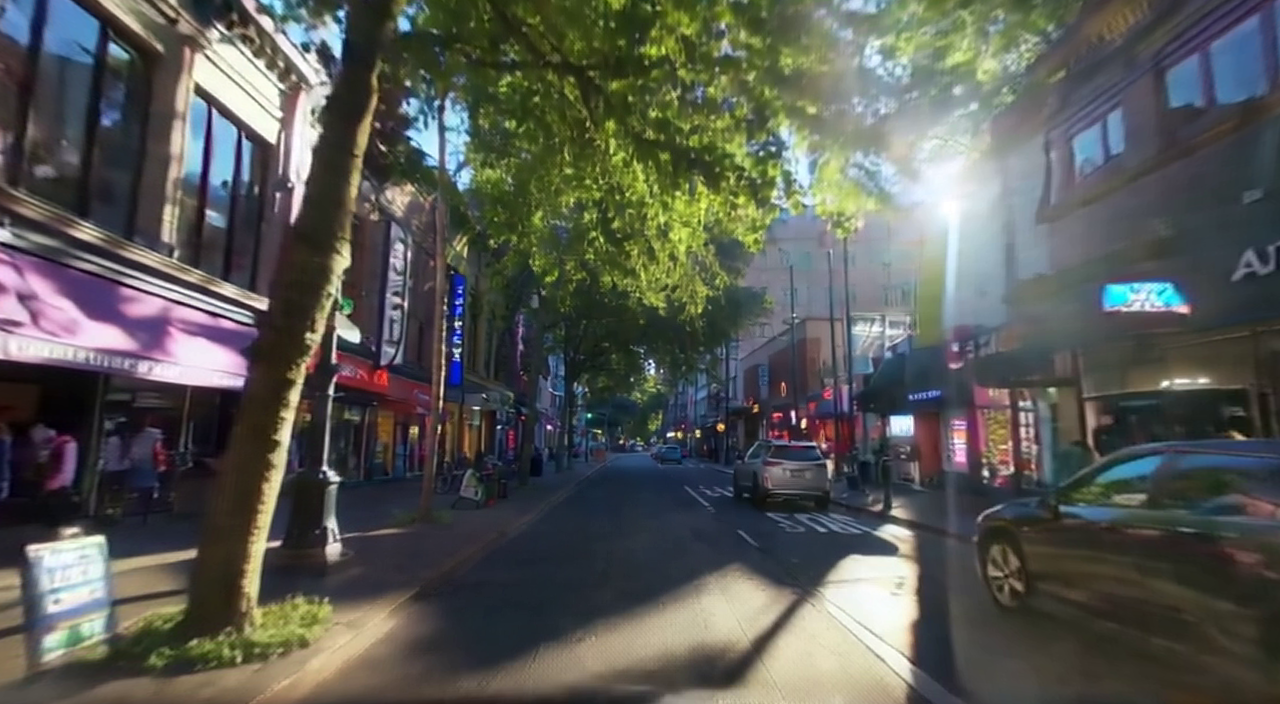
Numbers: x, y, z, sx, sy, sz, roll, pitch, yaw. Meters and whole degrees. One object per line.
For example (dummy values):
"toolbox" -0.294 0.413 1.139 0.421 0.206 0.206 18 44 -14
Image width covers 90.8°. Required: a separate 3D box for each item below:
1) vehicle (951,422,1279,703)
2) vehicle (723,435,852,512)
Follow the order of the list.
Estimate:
"vehicle" 4.001 1.181 3.722 1.977 1.478 4.458 0 -8 -1
"vehicle" 3.328 2.820 15.216 1.971 1.559 4.326 0 -8 -1
